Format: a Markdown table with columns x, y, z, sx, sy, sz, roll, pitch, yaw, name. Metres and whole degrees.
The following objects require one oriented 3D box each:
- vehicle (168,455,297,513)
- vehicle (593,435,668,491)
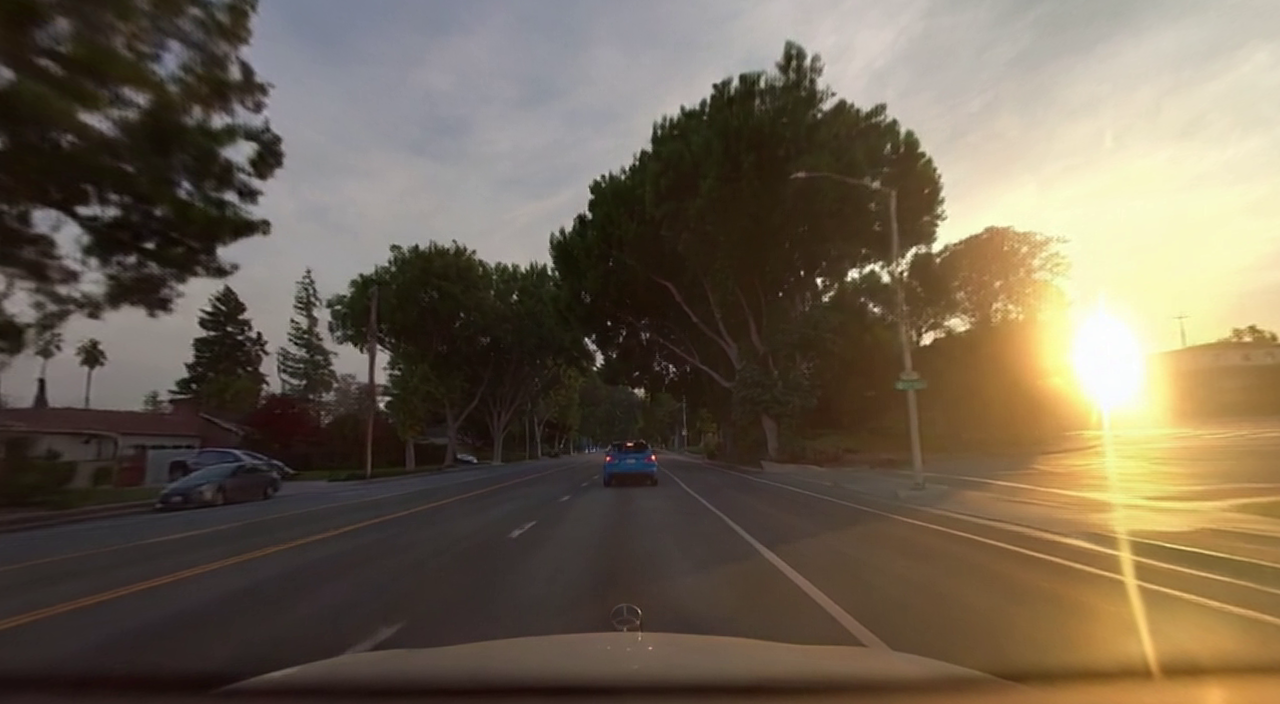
| x | y | z | sx | sy | sz | roll | pitch | yaw | name |
| --- | --- | --- | --- | --- | --- | --- | --- | --- | --- |
| -13.918 | 4.482 | 21.914 | 1.900 | 1.596 | 4.142 | -3 | -8 | -3 | vehicle |
| -0.314 | 3.567 | 20.600 | 2.181 | 1.639 | 4.127 | 0 | -9 | -1 | vehicle |
